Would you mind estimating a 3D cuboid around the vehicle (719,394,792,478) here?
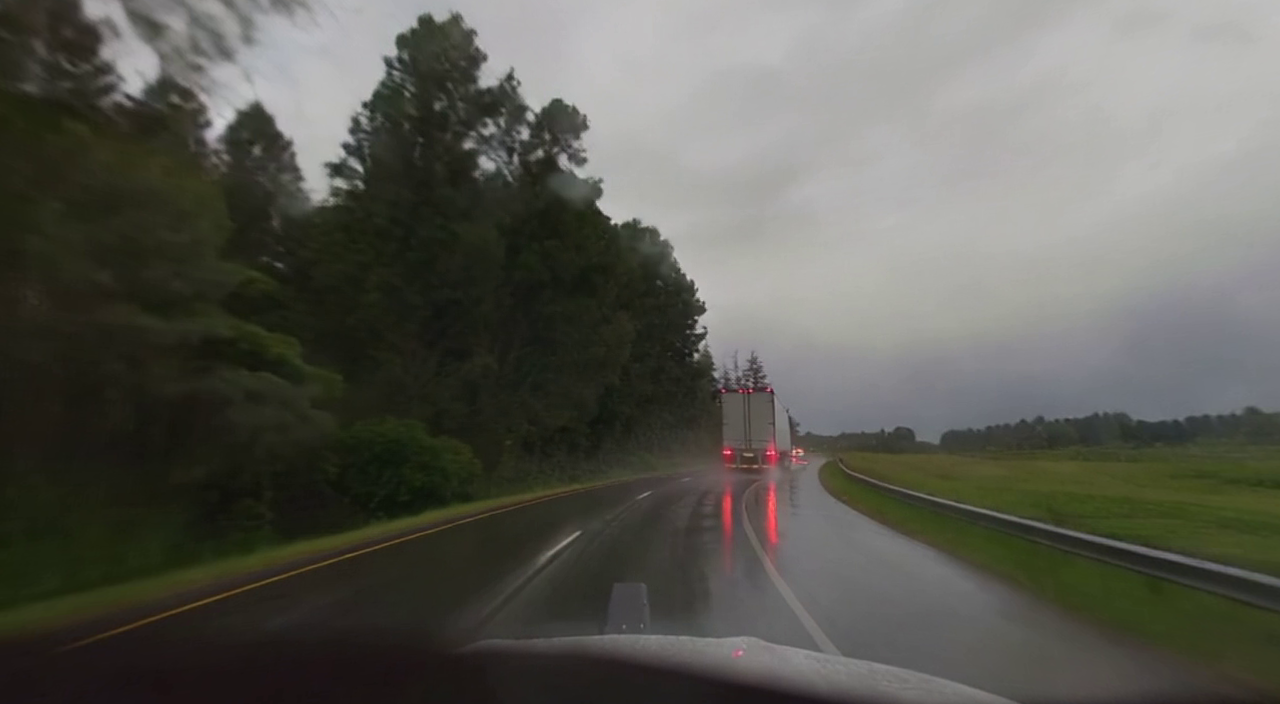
[{"bbox_3d":[7.447,5.306,38.704,3.087,4.178,13.682,-3,-9,15],"label":"vehicle"}]
